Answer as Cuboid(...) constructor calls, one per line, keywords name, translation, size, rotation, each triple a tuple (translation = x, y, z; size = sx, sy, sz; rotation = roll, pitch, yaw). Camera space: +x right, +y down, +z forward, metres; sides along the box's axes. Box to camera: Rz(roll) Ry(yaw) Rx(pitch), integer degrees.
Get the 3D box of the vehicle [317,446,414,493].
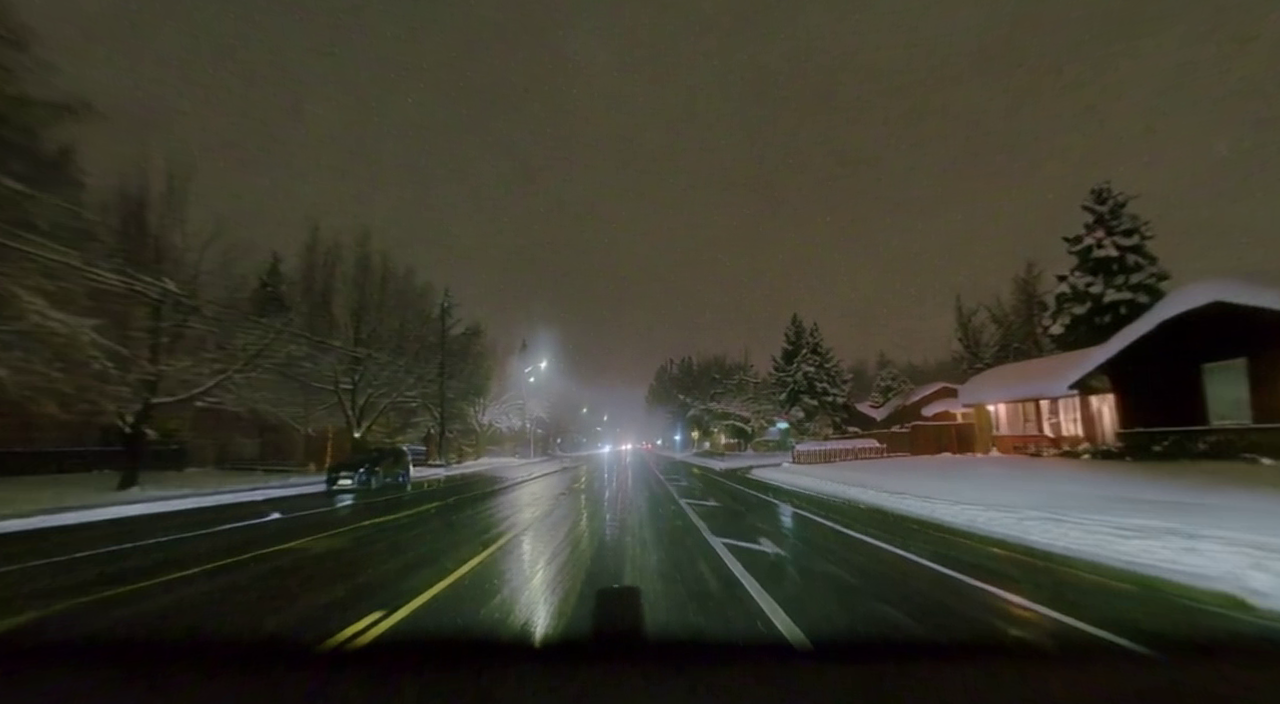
Cuboid(name="vehicle", translation=(-11.615, 5.002, 27.142), size=(2.047, 1.710, 4.473), rotation=(-3, -9, 2))
